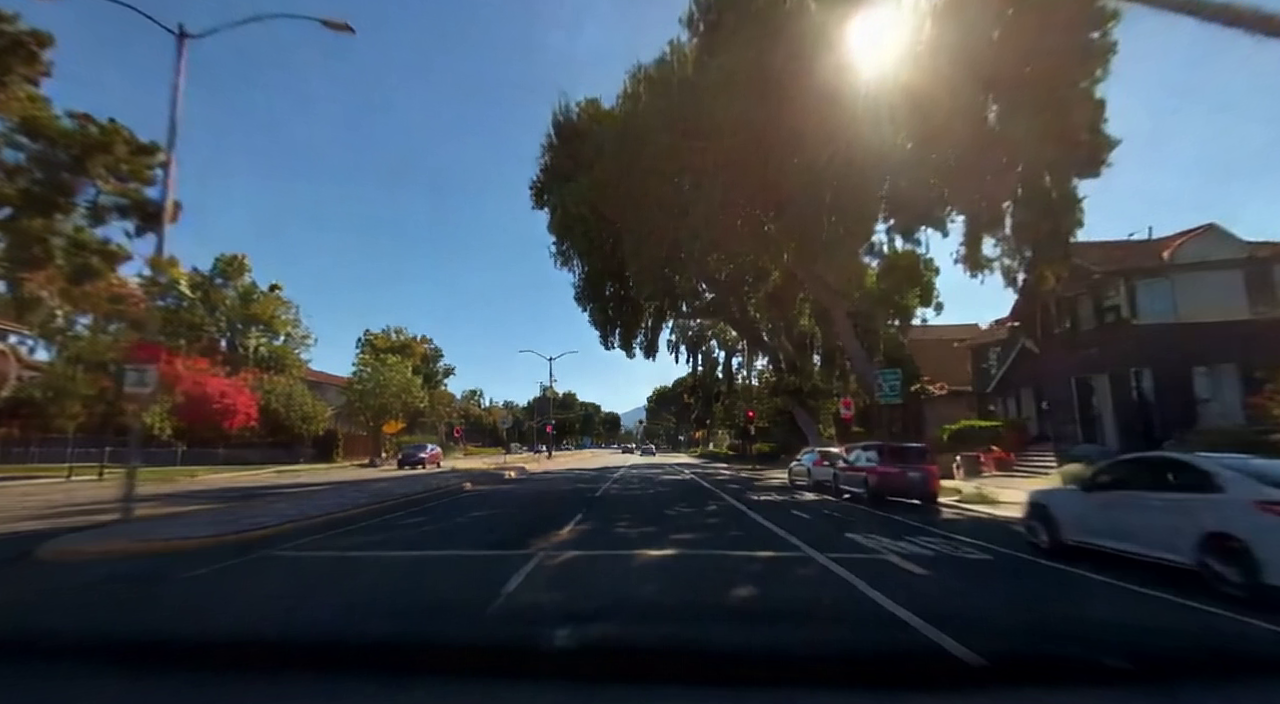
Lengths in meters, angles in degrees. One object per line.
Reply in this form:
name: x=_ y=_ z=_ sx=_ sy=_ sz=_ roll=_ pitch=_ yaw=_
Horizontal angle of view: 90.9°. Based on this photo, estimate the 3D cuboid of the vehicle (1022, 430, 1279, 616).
vehicle: x=6.221 y=1.581 z=6.409 sx=1.976 sy=1.498 sz=4.390 roll=0 pitch=-9 yaw=1

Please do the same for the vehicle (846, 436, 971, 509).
vehicle: x=6.400 y=2.876 z=15.416 sx=1.752 sy=1.590 sz=3.090 roll=-1 pitch=-9 yaw=2

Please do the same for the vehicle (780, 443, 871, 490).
vehicle: x=6.323 y=3.936 z=22.039 sx=1.974 sy=1.444 sz=4.494 roll=0 pitch=-9 yaw=2
